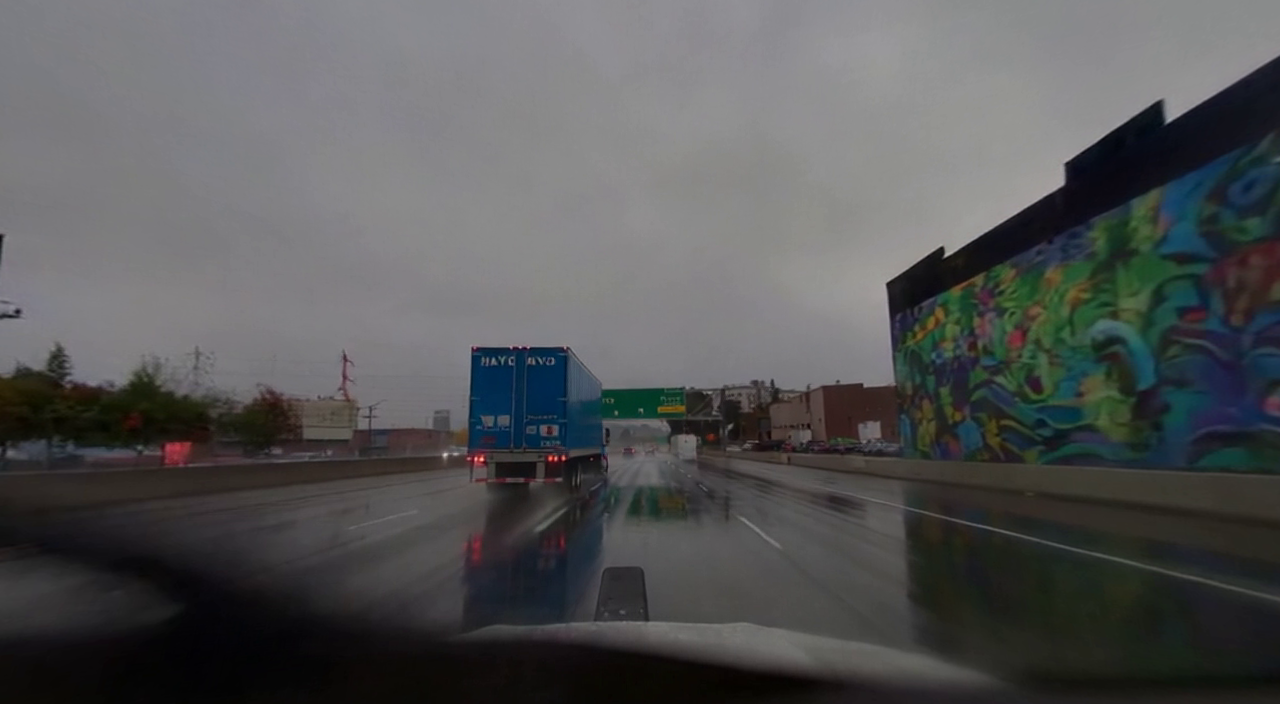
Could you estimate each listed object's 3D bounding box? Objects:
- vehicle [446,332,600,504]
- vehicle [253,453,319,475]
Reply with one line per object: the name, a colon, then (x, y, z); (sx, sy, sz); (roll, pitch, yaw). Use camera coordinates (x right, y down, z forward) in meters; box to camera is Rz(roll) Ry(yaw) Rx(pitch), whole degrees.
vehicle: (-3.047, 2.132, 19.453); (2.977, 4.048, 8.890); (-1, -8, 0)
vehicle: (-26.178, 8.260, 46.814); (2.145, 1.501, 4.503); (-1, -8, 3)
